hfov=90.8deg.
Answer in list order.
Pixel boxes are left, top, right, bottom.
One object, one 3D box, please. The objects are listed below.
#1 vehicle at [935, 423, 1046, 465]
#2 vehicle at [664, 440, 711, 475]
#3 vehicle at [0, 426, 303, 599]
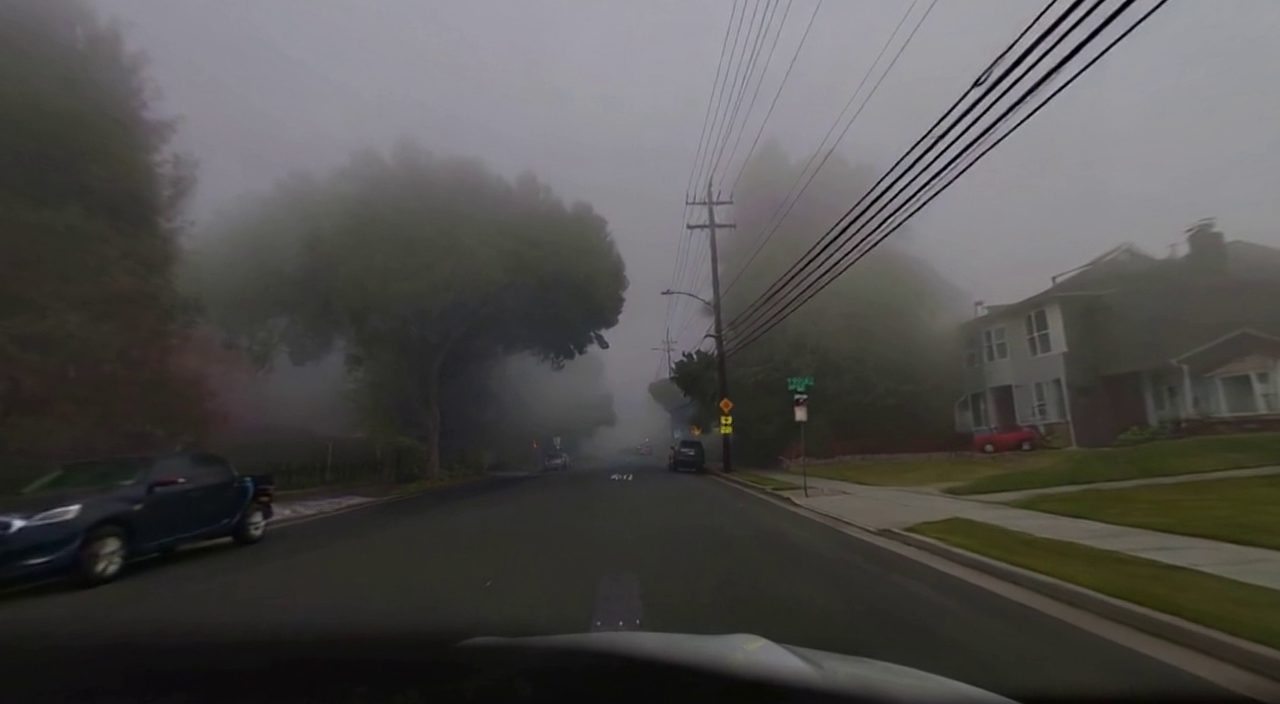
[{"bbox_3d":[13.934,3.680,25.237,3.645,1.532,1.806,-5,-10,29],"label":"vehicle"},{"bbox_3d":[2.422,5.502,33.221,1.971,1.710,4.210,0,-9,-2],"label":"vehicle"},{"bbox_3d":[-7.151,2.146,9.132,2.135,1.787,4.452,-4,-9,0],"label":"vehicle"}]
